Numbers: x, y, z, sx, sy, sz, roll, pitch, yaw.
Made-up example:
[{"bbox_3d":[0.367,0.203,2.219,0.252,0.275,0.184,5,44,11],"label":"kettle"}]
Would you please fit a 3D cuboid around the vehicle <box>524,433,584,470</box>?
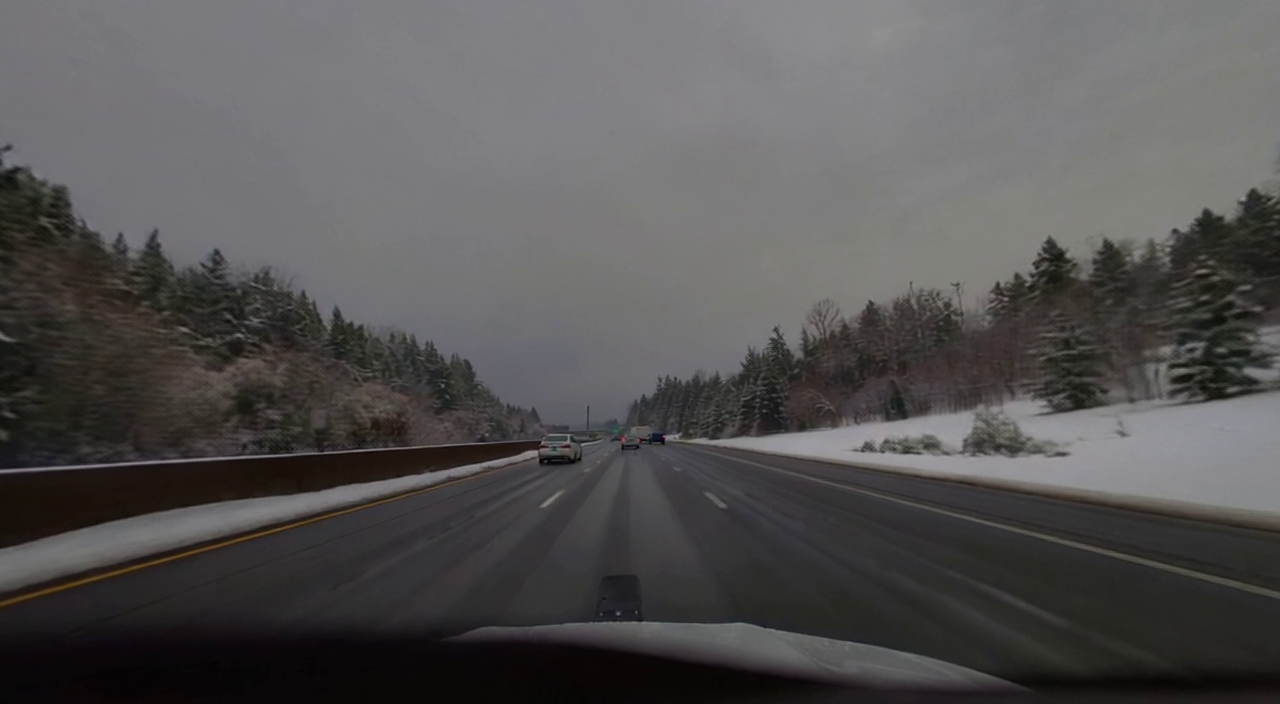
[{"bbox_3d":[-3.766,4.430,28.372,2.103,1.507,4.367,0,-8,0],"label":"vehicle"}]
